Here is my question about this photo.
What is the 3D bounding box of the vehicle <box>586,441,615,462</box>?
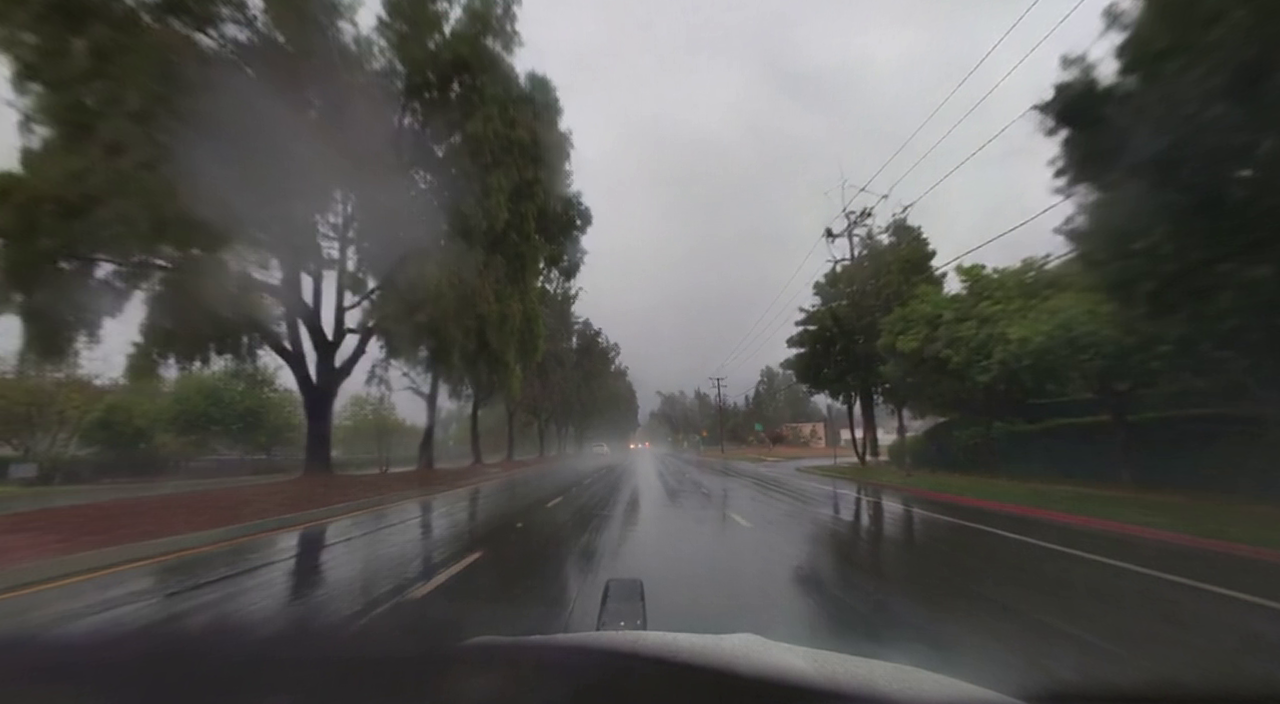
[{"bbox_3d":[-3.008,7.698,48.697,2.007,1.514,4.049,0,-9,1],"label":"vehicle"}]
